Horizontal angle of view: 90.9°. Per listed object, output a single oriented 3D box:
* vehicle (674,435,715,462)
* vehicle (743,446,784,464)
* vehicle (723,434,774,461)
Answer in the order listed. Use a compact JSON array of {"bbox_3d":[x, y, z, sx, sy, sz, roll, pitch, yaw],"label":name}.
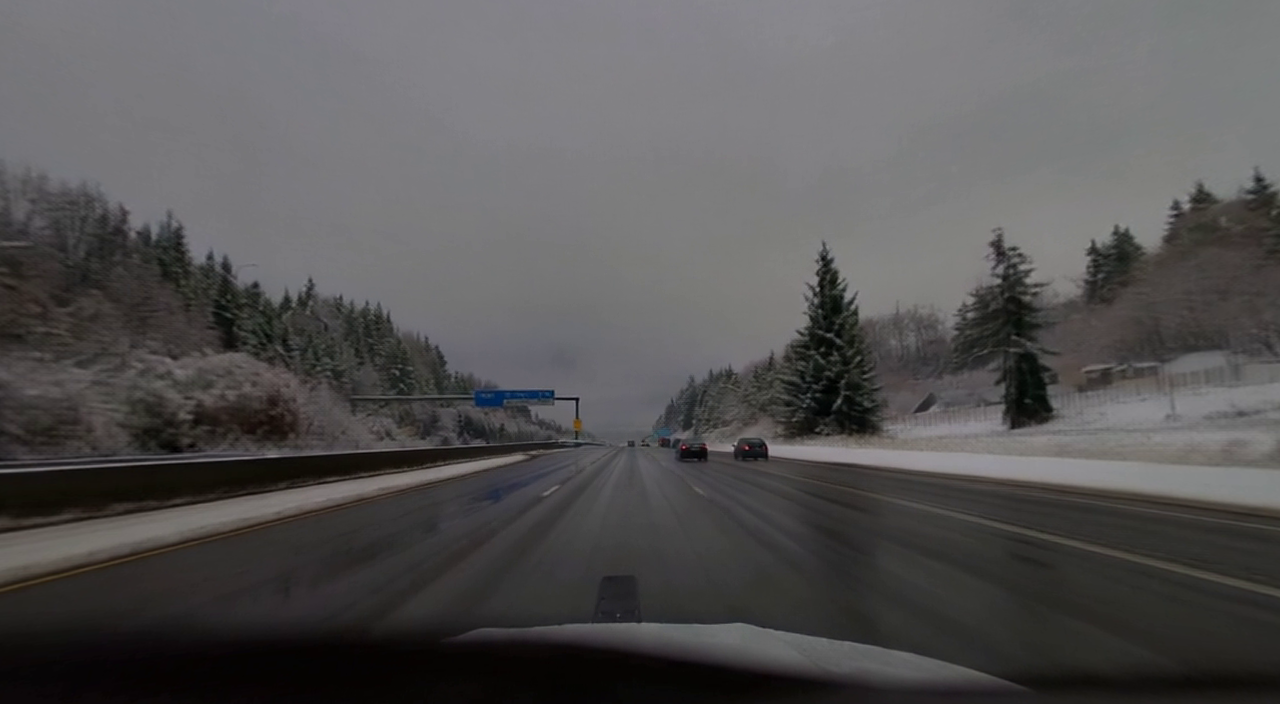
[{"bbox_3d":[3.057,5.473,36.057,1.819,1.468,3.770,0,-8,-3],"label":"vehicle"},{"bbox_3d":[6.685,5.621,34.426,1.535,0.862,2.814,0,-8,-3],"label":"vehicle"},{"bbox_3d":[6.515,5.764,38.330,2.003,1.522,4.940,0,-8,-2],"label":"vehicle"}]
